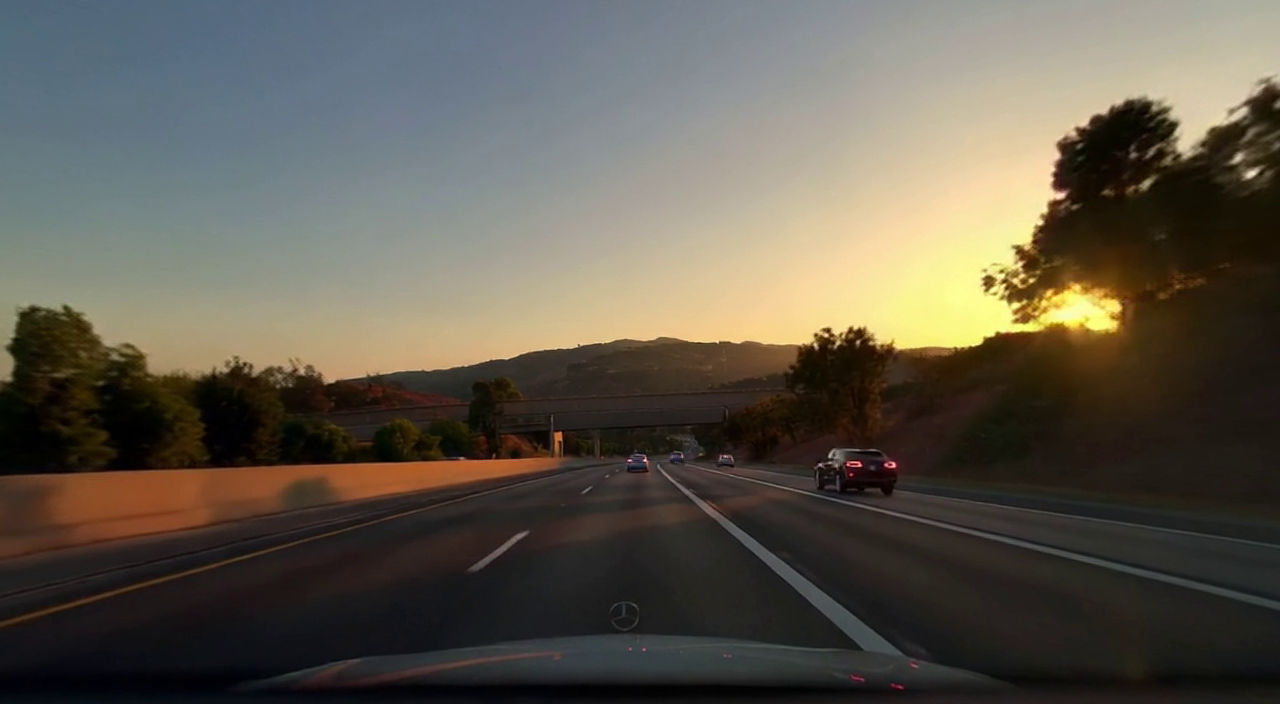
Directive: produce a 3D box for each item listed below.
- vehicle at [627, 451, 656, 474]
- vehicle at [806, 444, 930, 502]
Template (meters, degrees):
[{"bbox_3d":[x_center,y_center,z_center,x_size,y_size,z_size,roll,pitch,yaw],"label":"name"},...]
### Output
[{"bbox_3d":[0.131,8.122,46.299,2.025,1.526,4.181,-1,-9,1],"label":"vehicle"},{"bbox_3d":[6.823,3.648,19.378,2.008,1.533,4.592,-1,-9,-1],"label":"vehicle"}]
